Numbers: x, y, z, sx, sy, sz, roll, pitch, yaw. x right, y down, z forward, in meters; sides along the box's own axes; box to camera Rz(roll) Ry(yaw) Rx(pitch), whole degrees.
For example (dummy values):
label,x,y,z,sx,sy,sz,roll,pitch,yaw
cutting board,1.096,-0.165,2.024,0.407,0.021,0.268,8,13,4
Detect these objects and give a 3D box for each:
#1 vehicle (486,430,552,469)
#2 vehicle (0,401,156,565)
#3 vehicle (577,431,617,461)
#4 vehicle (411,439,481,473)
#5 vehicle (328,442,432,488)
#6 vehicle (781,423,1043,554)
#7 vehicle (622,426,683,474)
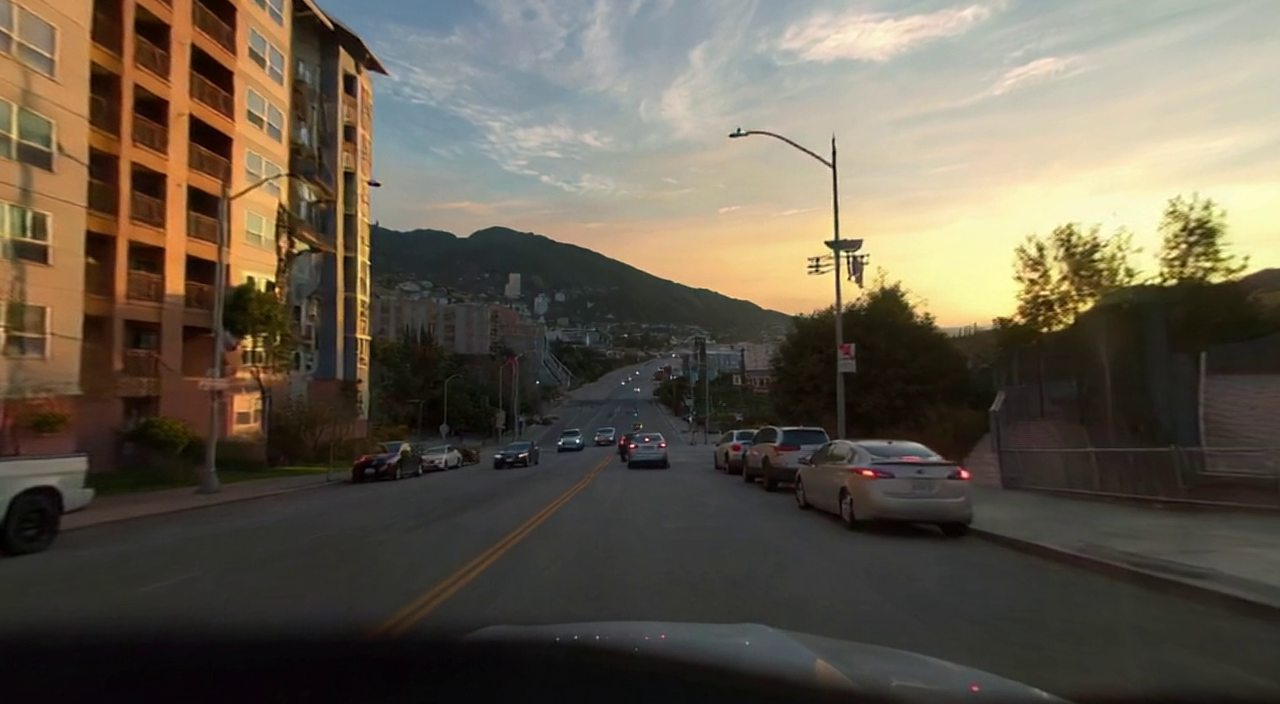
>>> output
label,x,y,z,sx,sy,sz,roll,pitch,yaw
vehicle,-6.075,4.976,32.352,2.345,1.831,4.828,0,-8,1
vehicle,-9.266,1.608,7.619,2.457,2.048,5.461,0,-8,0
vehicle,-2.653,5.968,39.997,2.219,1.746,4.197,0,-8,0
vehicle,-9.357,5.050,30.799,2.002,1.546,4.339,0,-8,0
vehicle,-9.256,4.028,22.904,2.021,1.474,4.337,0,-8,-2
vehicle,3.599,1.891,9.470,2.033,1.470,4.502,0,-8,2
vehicle,0.500,3.929,25.441,2.261,1.740,4.065,0,-8,1
